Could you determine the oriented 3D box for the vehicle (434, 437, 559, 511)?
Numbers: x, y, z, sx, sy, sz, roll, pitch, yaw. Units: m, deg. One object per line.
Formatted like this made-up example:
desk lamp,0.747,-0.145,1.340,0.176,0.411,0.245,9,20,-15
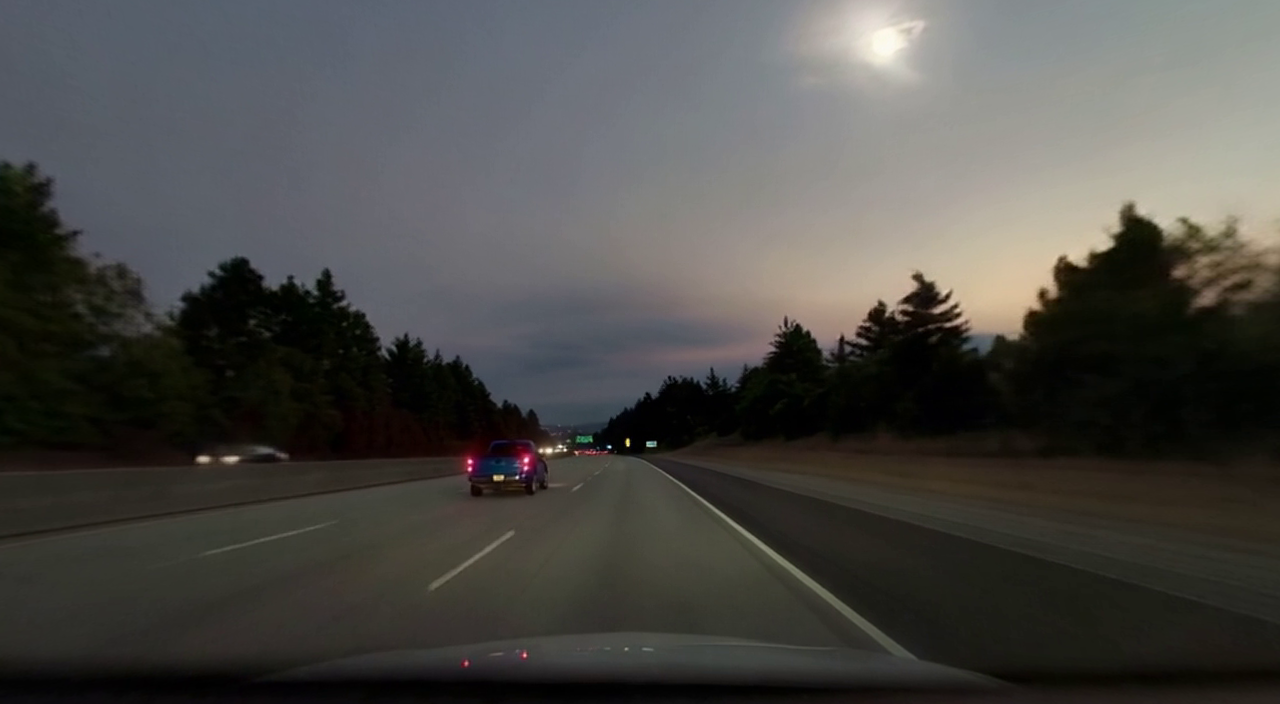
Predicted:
vehicle,-3.592,3.174,16.898,2.279,1.683,4.726,0,-9,-1
